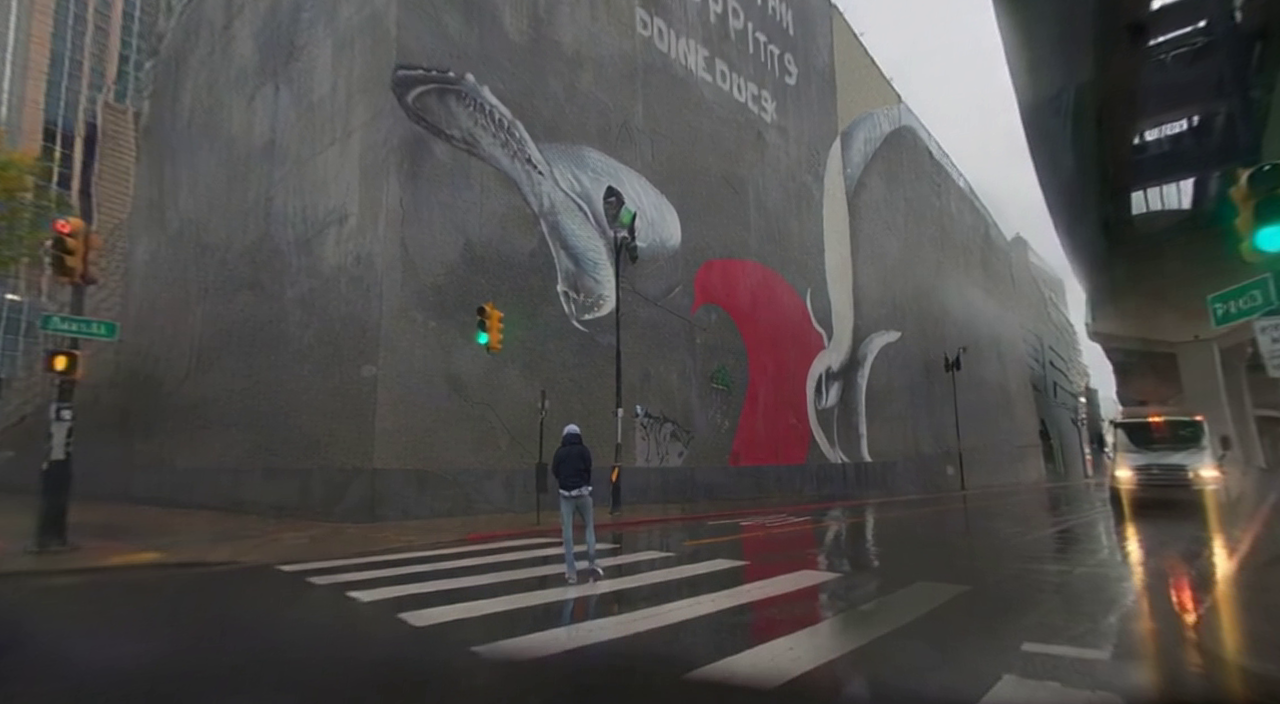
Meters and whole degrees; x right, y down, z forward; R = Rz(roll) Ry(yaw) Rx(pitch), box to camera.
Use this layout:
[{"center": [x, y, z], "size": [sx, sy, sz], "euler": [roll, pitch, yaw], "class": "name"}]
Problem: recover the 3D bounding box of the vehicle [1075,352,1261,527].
[{"center": [15.700, 2.556, 18.309], "size": [9.347, 3.893, 2.849], "euler": [8, -12, -44], "class": "vehicle"}]
